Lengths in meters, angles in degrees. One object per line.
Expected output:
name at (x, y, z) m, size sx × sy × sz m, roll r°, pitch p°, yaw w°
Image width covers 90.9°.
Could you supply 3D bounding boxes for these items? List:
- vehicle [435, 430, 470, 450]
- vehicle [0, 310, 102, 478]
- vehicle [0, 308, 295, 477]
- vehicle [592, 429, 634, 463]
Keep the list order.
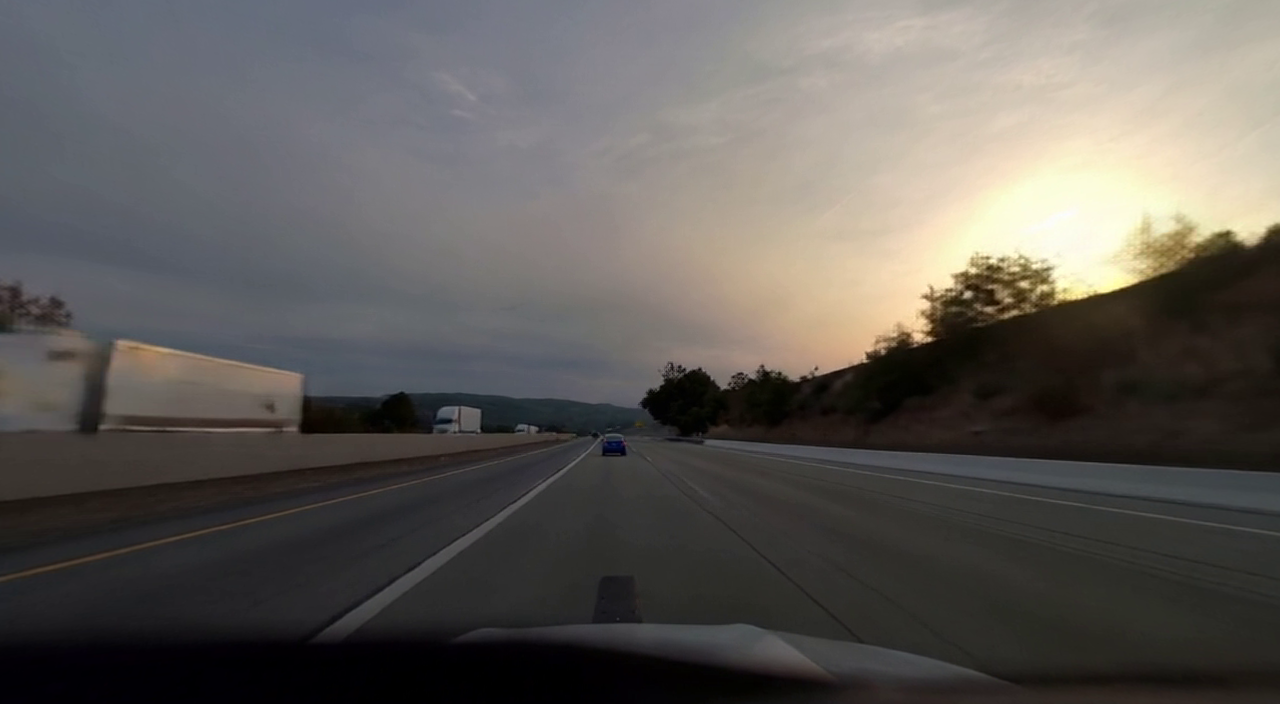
vehicle at (-14.045, 6.591, 47.428) m, size 1.682 × 1.409 × 3.563 m, roll 0°, pitch -8°, yaw -3°
vehicle at (-16.434, 0.954, 14.443) m, size 2.992 × 3.902 × 5.828 m, roll 0°, pitch -8°, yaw -2°
vehicle at (-16.855, 1.794, 21.106) m, size 2.915 × 3.951 × 14.819 m, roll 0°, pitch -8°, yaw -3°
vehicle at (-1.415, 4.799, 32.302) m, size 1.997 × 1.589 × 4.179 m, roll 0°, pitch -8°, yaw -4°
